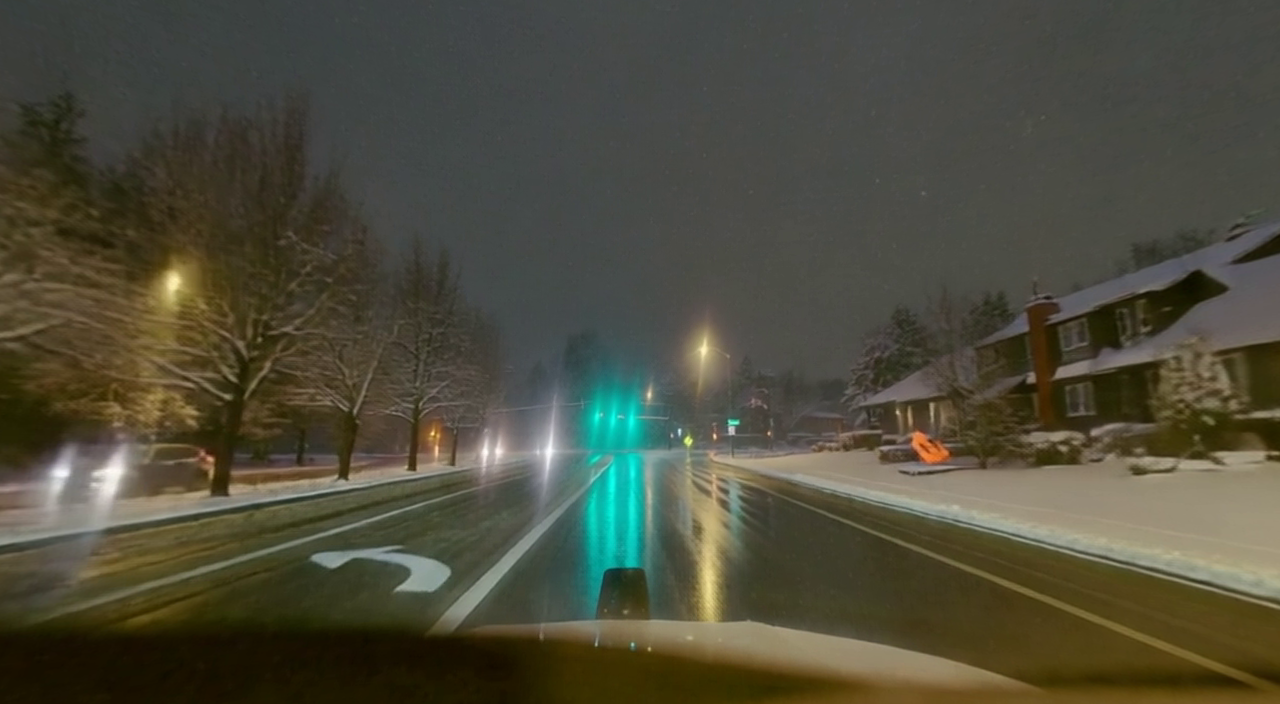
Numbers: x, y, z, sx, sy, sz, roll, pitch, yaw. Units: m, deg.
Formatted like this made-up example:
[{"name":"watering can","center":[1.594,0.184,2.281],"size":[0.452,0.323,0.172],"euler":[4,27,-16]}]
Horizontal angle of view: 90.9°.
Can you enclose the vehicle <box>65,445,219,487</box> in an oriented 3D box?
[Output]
[{"name":"vehicle","center":[-19.799,4.513,25.422],"size":[2.042,1.484,4.950],"euler":[0,-8,2]}]
